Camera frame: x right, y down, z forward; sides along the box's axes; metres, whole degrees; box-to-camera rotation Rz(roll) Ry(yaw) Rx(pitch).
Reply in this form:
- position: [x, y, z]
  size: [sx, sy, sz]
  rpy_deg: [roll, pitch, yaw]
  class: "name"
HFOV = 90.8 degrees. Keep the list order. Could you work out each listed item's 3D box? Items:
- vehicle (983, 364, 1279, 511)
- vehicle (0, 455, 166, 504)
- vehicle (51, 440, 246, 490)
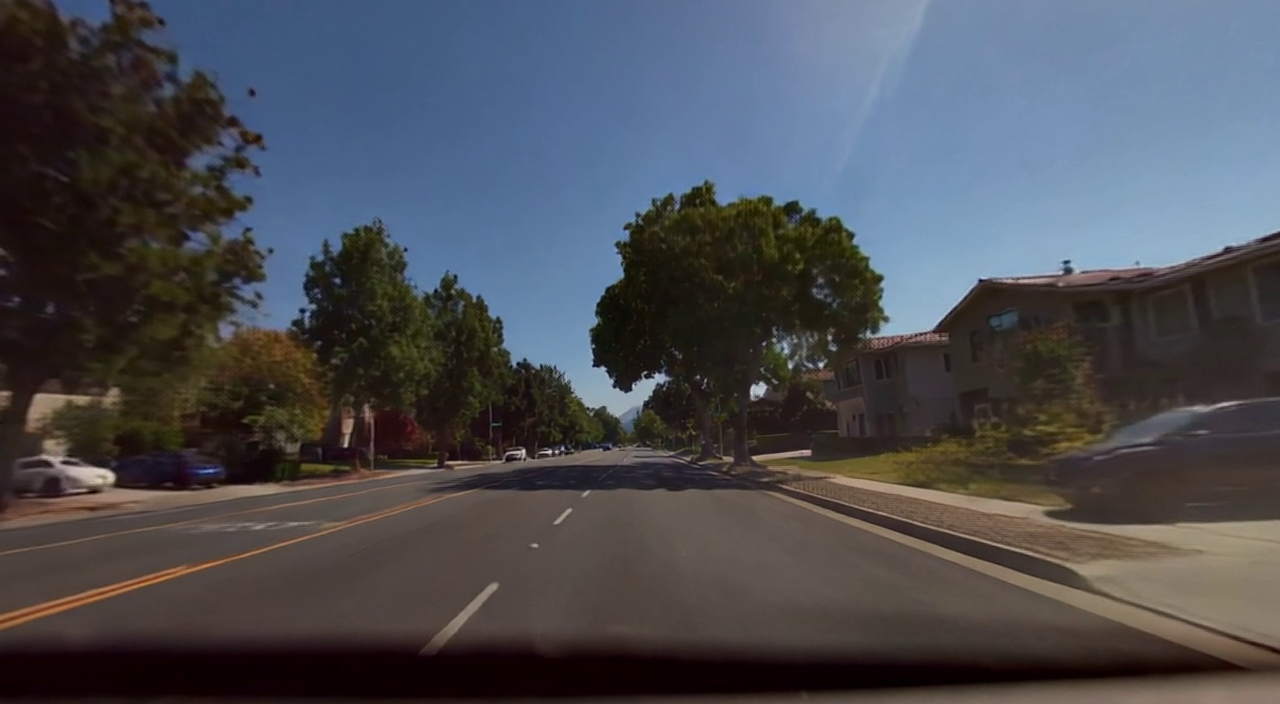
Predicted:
- position: [9.277, 1.435, 10.298]
  size: [5.933, 2.038, 2.382]
  rpy_deg: [1, -9, 2]
  class: "vehicle"
- position: [-19.039, 4.278, 21.524]
  size: [4.450, 1.409, 1.990]
  rpy_deg: [6, -11, -39]
  class: "vehicle"
- position: [-21.333, 4.906, 27.828]
  size: [6.005, 2.000, 2.870]
  rpy_deg: [1, -7, -9]
  class: "vehicle"
